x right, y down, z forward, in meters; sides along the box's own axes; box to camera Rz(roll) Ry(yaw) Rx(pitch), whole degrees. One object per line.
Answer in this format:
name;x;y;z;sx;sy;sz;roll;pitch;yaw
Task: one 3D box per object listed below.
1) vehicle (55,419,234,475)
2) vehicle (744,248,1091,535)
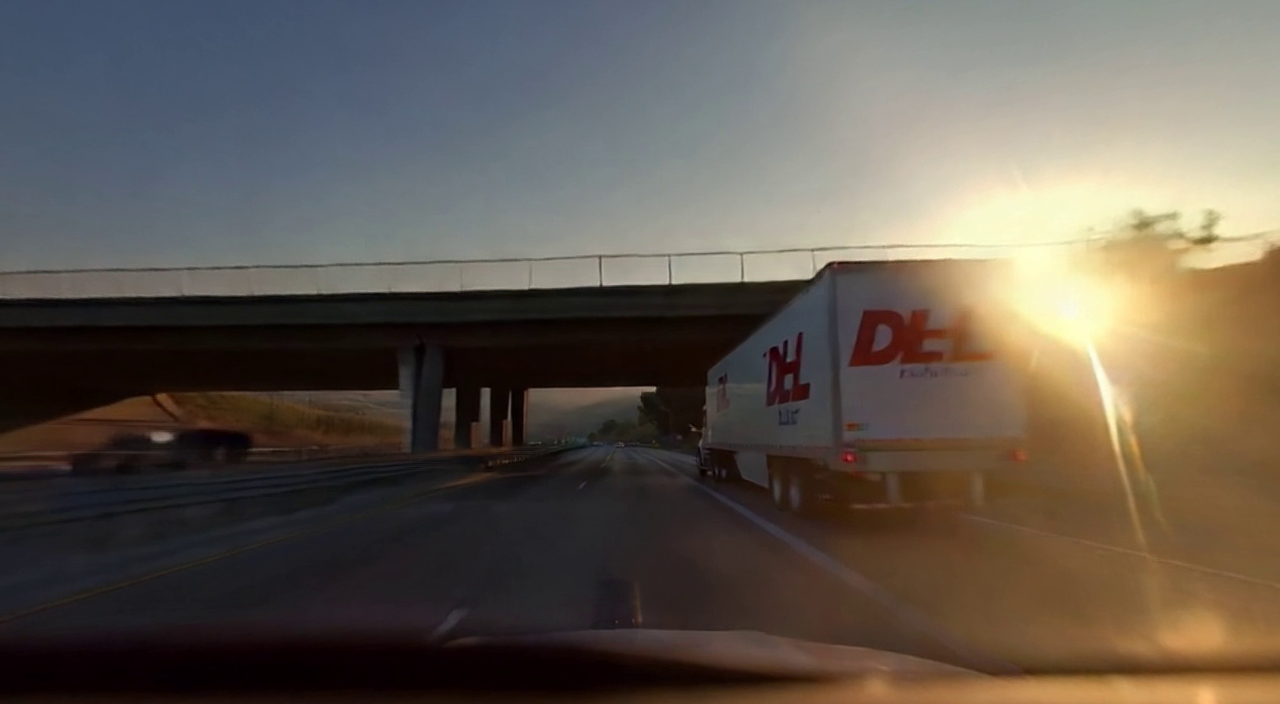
vehicle;-15.126;2.942;19.647;1.880;1.528;4.663;0;-8;-2
vehicle;4.428;1.056;12.718;2.880;3.918;8.254;0;-8;-2
